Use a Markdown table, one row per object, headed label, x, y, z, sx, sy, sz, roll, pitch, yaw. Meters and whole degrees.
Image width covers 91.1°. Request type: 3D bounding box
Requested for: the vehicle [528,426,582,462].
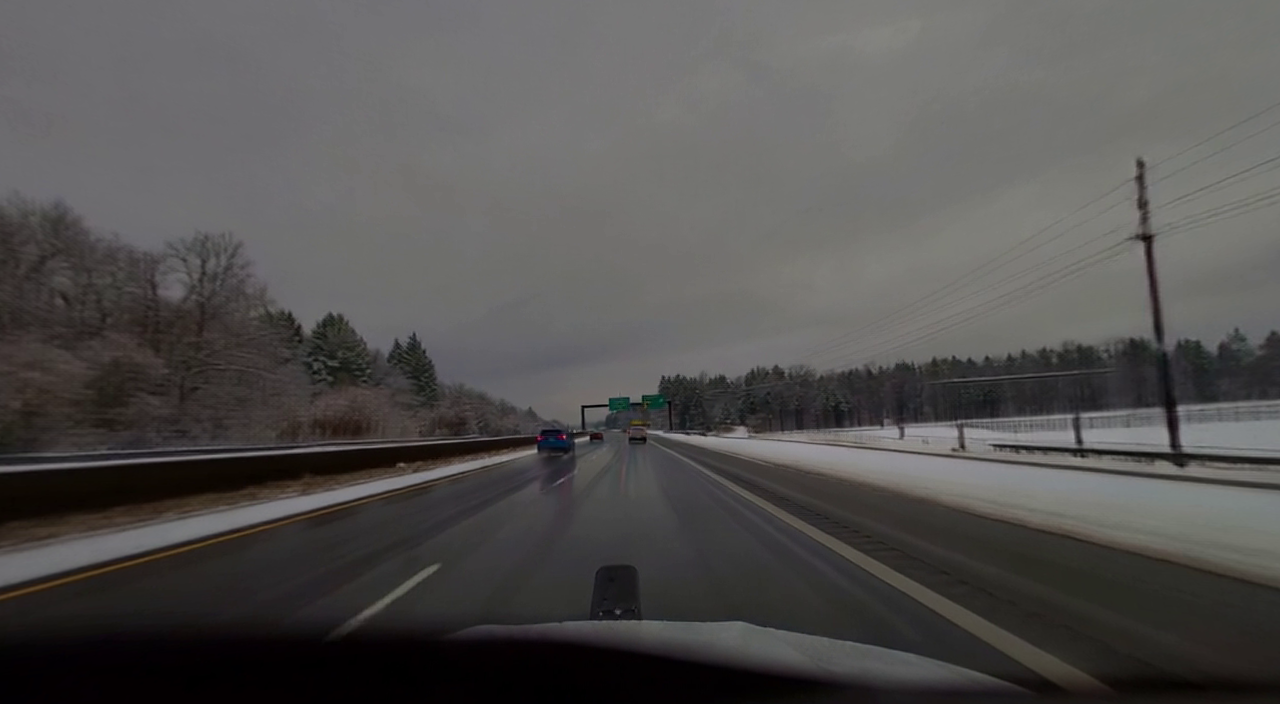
| label | x | y | z | sx | sy | sz | roll | pitch | yaw |
| --- | --- | --- | --- | --- | --- | --- | --- | --- | --- |
| vehicle | -3.957 | 4.340 | 29.940 | 2.023 | 1.580 | 4.259 | 0 | -8 | -1 |
